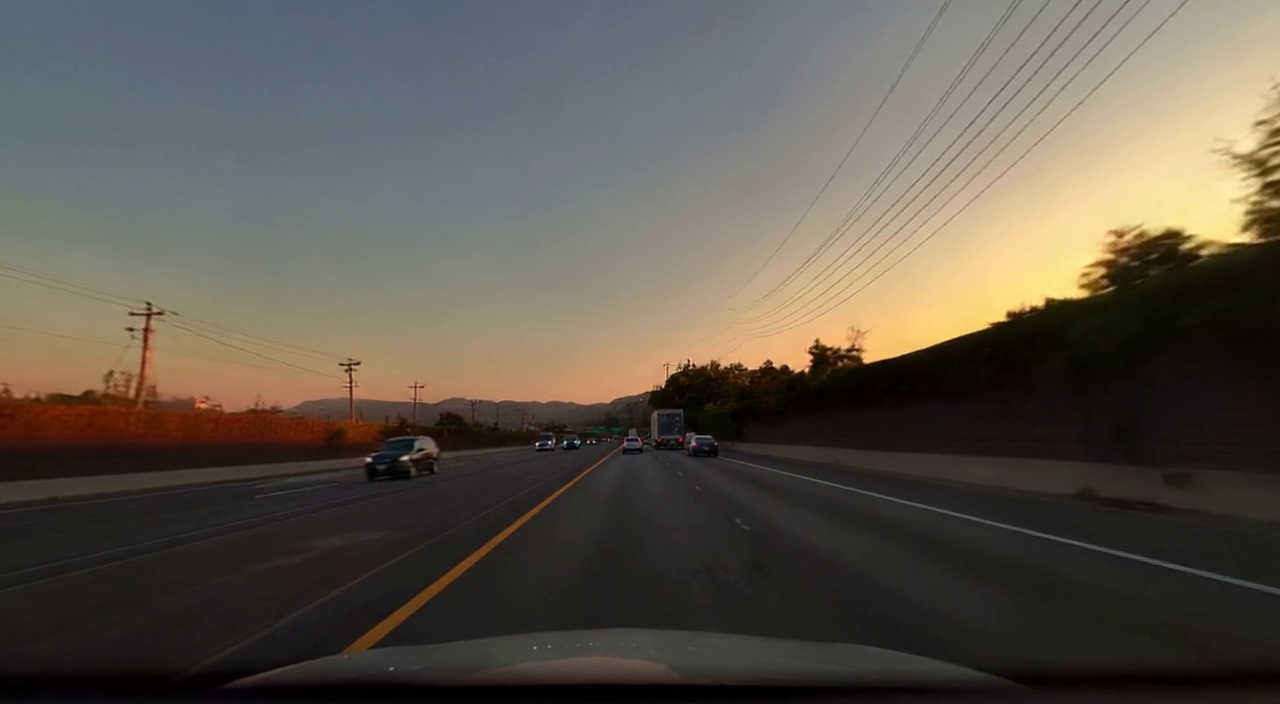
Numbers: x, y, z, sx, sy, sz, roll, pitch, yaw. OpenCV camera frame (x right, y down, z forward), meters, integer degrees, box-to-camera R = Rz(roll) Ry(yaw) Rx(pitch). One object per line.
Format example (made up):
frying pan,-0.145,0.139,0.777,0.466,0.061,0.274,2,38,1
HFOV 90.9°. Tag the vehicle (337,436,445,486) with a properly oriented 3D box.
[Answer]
vehicle,-9.037,3.957,23.385,2.056,1.650,4.770,0,-8,0

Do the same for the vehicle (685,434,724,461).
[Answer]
vehicle,4.009,6.016,39.901,1.930,1.573,3.853,0,-8,-2

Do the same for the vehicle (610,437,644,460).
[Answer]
vehicle,-0.879,6.428,42.384,2.163,1.466,3.693,0,-8,-1
